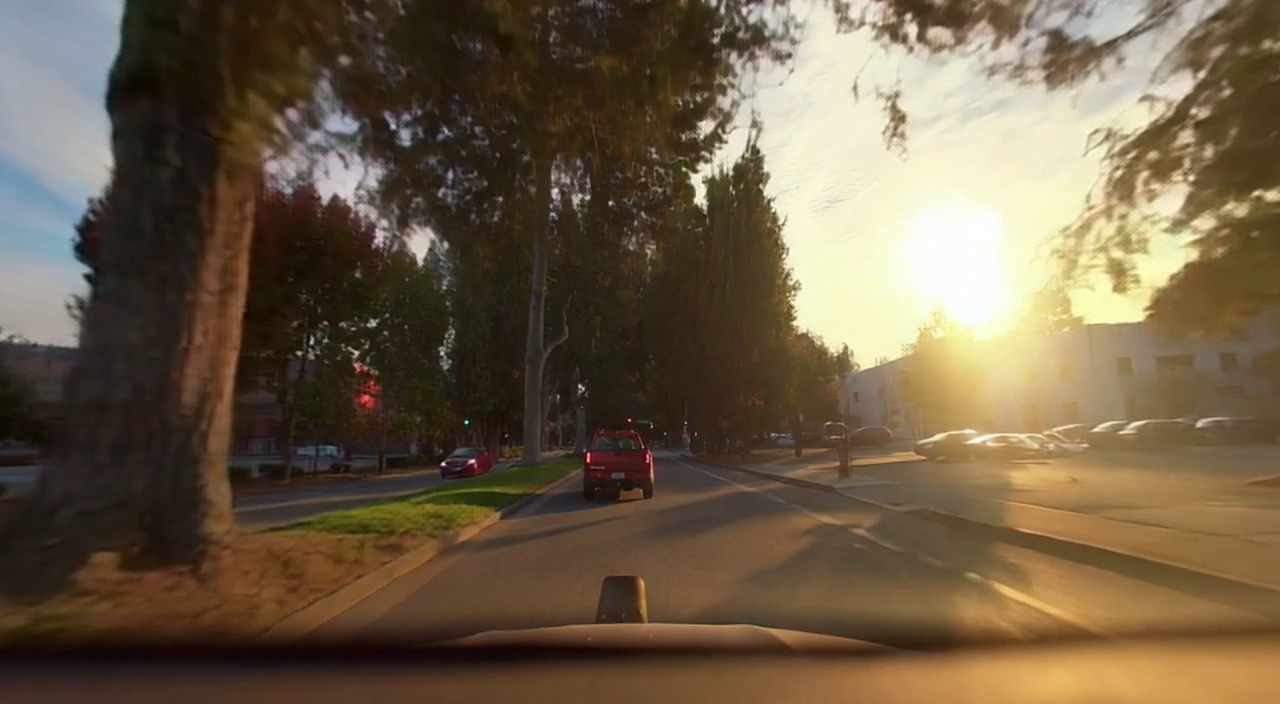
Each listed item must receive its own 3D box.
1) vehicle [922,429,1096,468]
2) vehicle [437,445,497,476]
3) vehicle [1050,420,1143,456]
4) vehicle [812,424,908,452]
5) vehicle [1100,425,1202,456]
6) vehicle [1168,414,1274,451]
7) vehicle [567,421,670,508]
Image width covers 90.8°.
[{"bbox_3d":[14.271,3.761,24.746,5.344,1.440,2.318,0,-8,2],"label":"vehicle"},{"bbox_3d":[-9.038,5.676,33.408,2.027,1.493,4.707,0,-8,-2],"label":"vehicle"},{"bbox_3d":[22.964,4.380,31.972,1.870,1.716,3.660,0,-8,0],"label":"vehicle"},{"bbox_3d":[13.088,5.168,37.825,4.788,1.625,2.319,0,-8,-3],"label":"vehicle"},{"bbox_3d":[25.631,4.449,31.852,1.816,1.452,3.934,0,-8,0],"label":"vehicle"},{"bbox_3d":[29.489,4.142,32.223,1.666,1.765,3.809,0,-8,0],"label":"vehicle"},{"bbox_3d":[-0.511,2.793,16.253,2.157,1.816,5.804,0,-8,-1],"label":"vehicle"}]
